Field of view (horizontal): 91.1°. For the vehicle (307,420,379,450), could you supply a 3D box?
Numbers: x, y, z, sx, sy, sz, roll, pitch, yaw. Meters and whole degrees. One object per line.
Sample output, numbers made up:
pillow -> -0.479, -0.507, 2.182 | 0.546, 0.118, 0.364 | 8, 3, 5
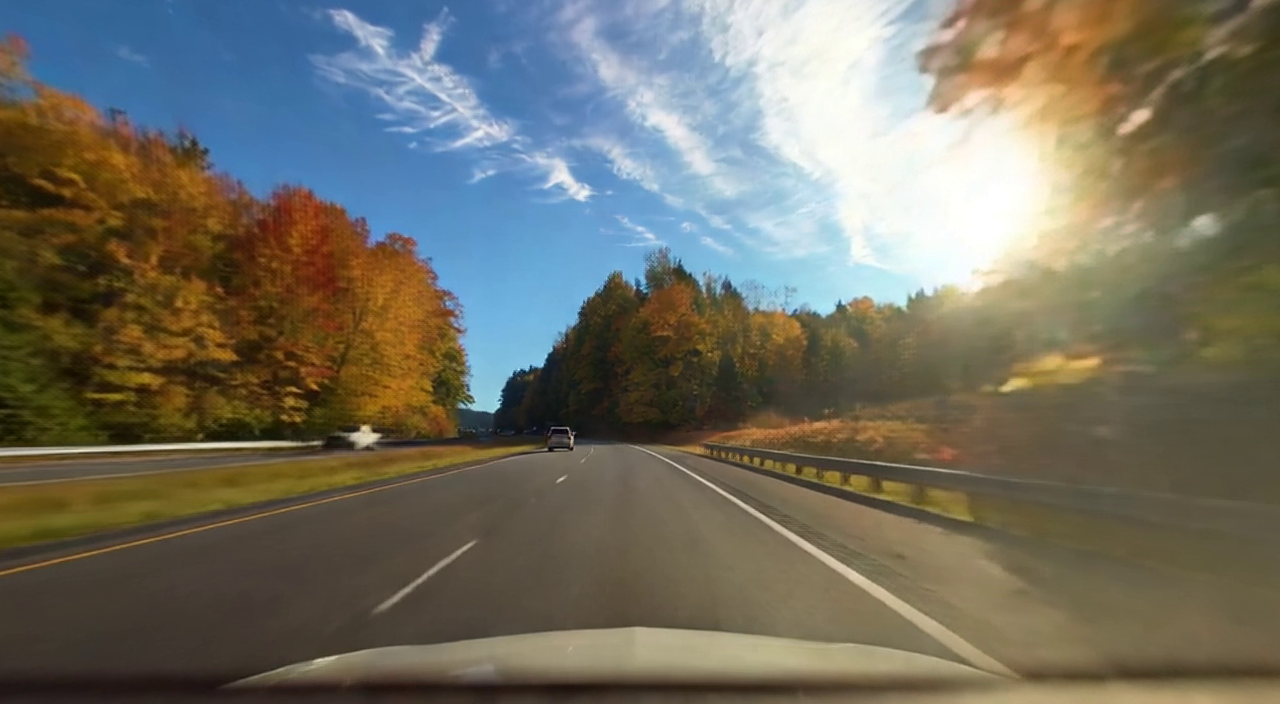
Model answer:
vehicle -> -17.419, 4.947, 37.217 | 1.974, 1.639, 4.948 | 0, -8, -2

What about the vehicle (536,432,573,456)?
vehicle -> -5.734, 6.228, 42.635 | 2.073, 1.559, 4.393 | 0, -8, -2
